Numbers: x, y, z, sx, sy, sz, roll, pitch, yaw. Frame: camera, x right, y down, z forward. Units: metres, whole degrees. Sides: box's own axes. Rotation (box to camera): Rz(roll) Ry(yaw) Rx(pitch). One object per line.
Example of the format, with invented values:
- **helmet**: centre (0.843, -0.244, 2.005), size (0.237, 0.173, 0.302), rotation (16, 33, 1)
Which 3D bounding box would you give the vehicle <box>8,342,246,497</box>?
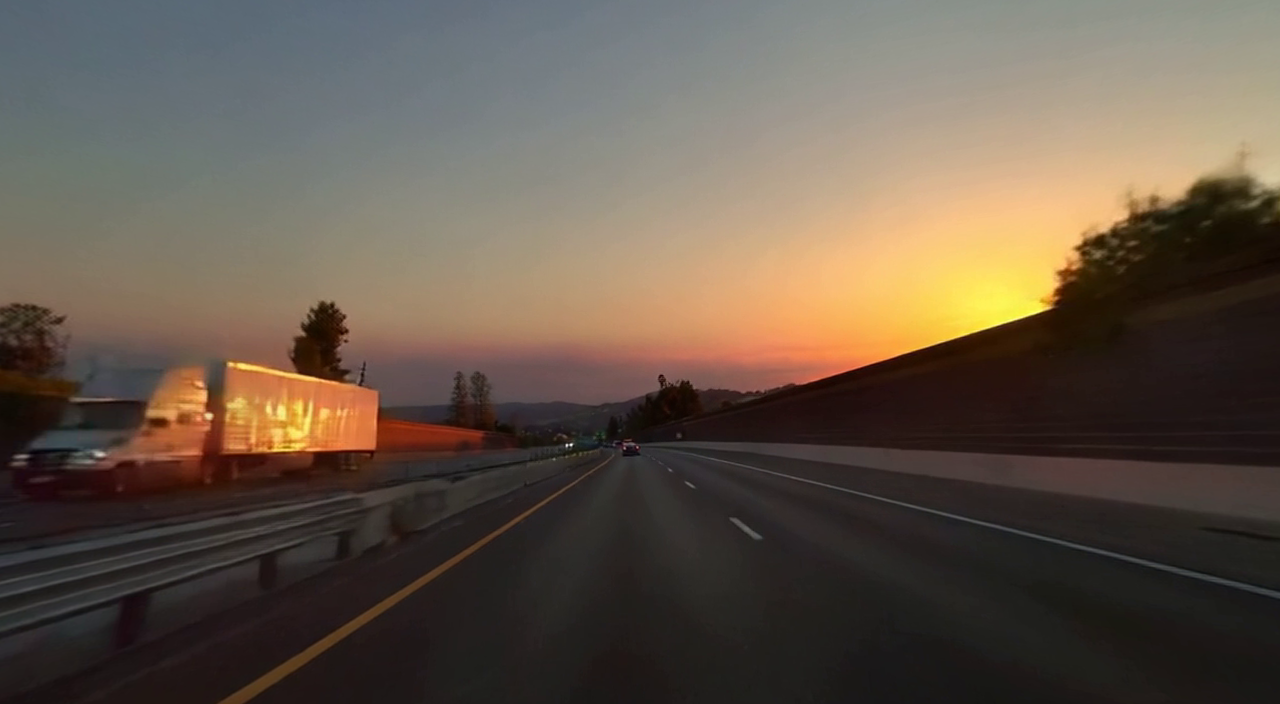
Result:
- **vehicle**: centre (-15.954, 2.202, 20.063), size (3.730, 4.427, 4.152), rotation (0, -8, 0)
